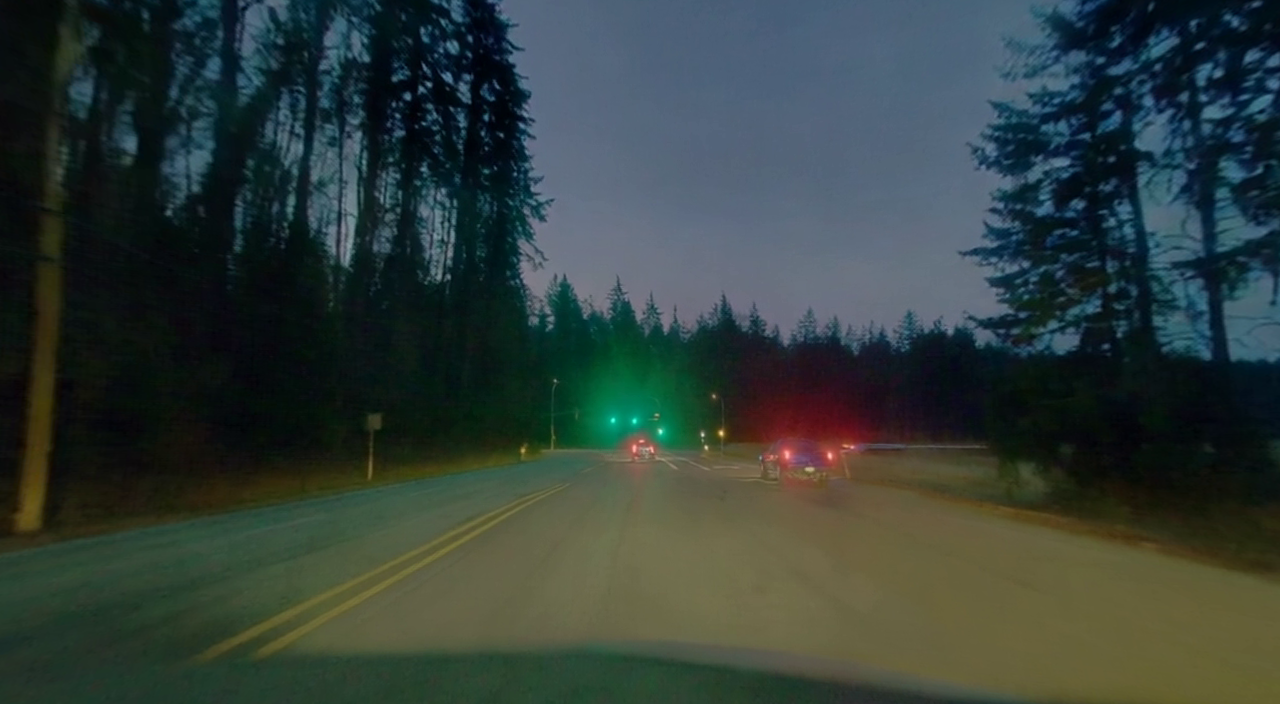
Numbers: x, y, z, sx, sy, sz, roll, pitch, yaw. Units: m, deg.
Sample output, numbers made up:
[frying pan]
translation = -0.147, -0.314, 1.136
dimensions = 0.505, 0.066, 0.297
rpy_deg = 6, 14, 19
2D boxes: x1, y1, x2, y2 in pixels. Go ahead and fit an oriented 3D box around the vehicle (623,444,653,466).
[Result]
[vehicle]
translation = -0.113, 7.282, 44.669
dimensions = 2.042, 1.489, 3.963
rpy_deg = 0, -9, 1
